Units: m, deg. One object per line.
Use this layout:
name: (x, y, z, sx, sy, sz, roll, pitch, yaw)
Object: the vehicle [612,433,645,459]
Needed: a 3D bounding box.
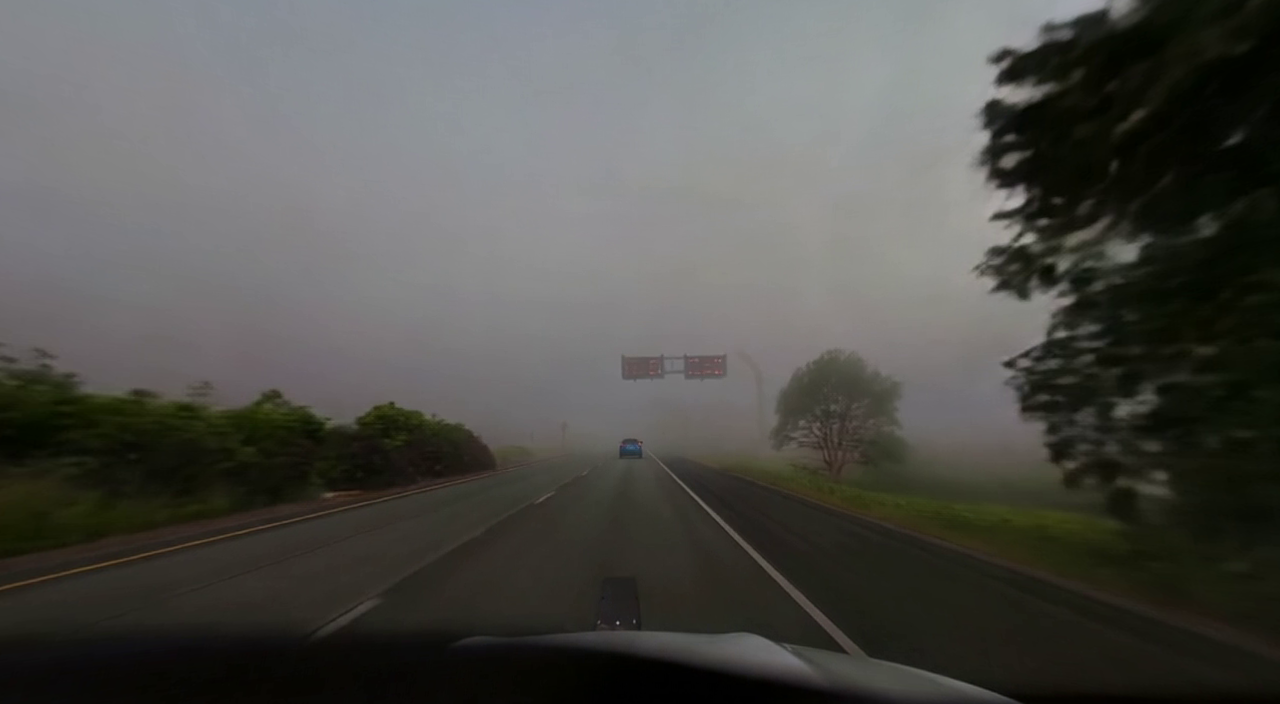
vehicle: (-0.805, 6.543, 43.828, 2.180, 1.717, 4.139, 0, -8, -1)
